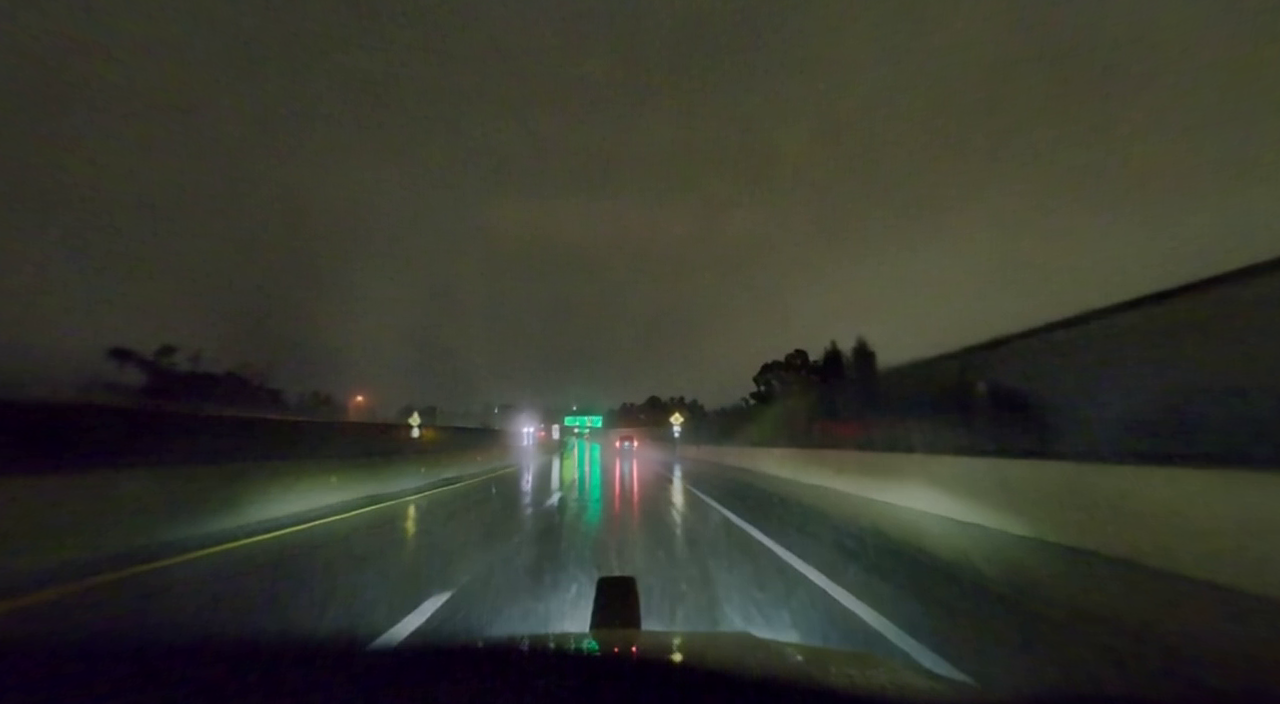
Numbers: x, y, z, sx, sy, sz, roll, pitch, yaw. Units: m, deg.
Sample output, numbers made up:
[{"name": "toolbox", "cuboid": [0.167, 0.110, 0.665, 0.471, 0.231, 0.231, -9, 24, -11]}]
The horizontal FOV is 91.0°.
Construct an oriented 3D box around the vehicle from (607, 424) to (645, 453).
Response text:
[{"name": "vehicle", "cuboid": [-0.952, 5.357, 38.920, 2.157, 1.647, 4.524, 0, -8, -3]}]
